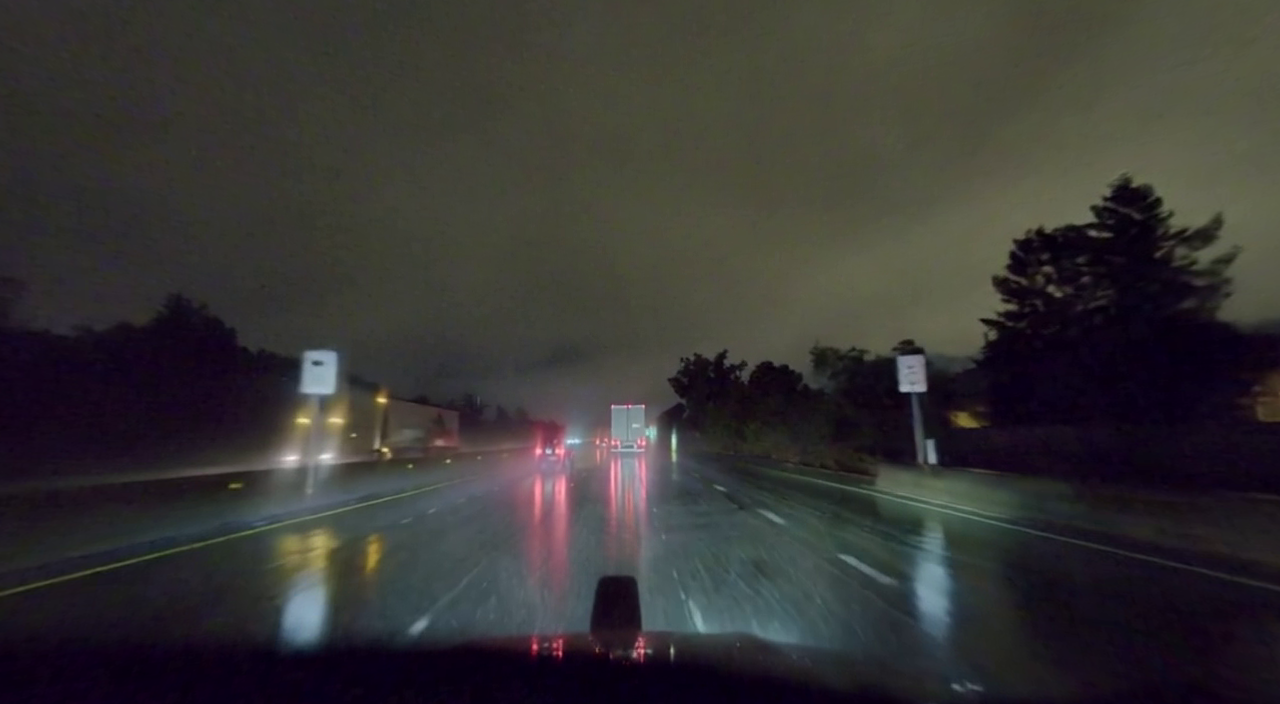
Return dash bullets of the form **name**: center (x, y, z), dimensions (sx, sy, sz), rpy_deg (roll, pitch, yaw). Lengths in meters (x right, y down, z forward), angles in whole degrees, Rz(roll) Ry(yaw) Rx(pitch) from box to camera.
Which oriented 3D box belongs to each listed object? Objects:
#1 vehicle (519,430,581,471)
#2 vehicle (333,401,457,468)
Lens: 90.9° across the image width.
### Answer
- **vehicle**: center (-3.916, 4.367, 28.314), dimensions (2.123, 1.655, 4.688), rpy_deg (0, -8, -1)
- **vehicle**: center (-17.067, 6.051, 46.083), dimensions (2.886, 3.939, 16.802), rpy_deg (0, -8, -2)
